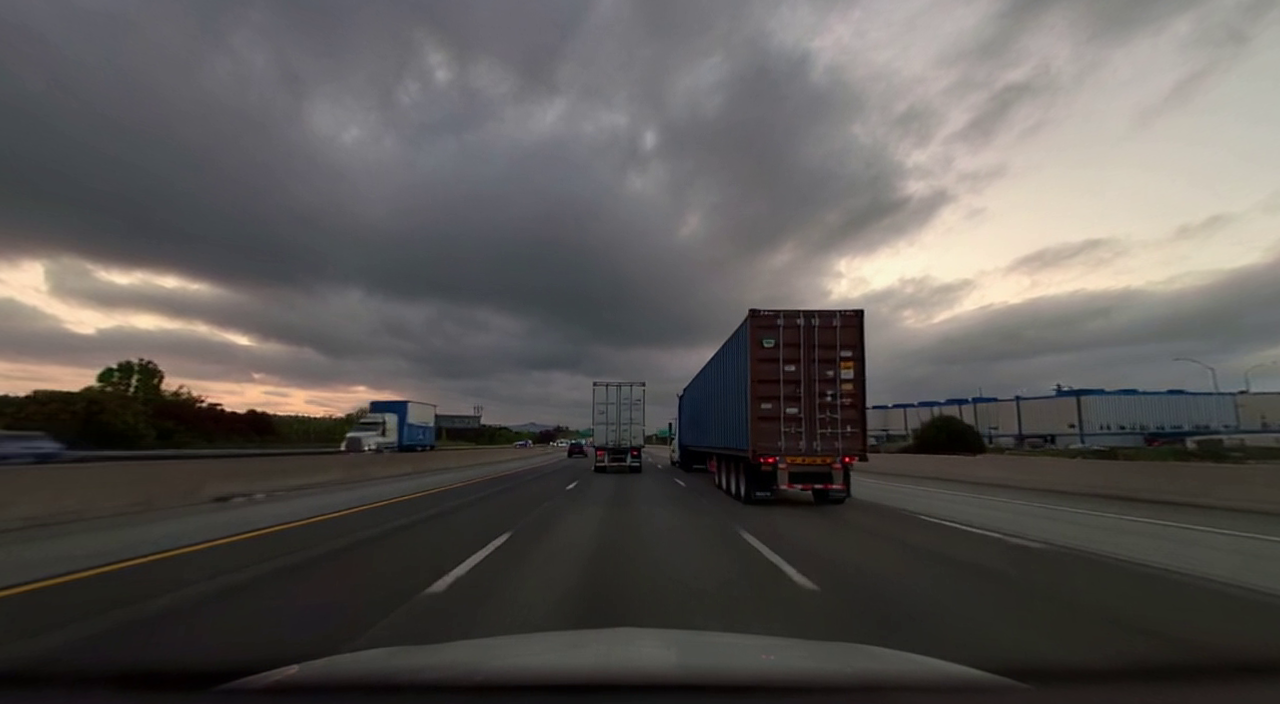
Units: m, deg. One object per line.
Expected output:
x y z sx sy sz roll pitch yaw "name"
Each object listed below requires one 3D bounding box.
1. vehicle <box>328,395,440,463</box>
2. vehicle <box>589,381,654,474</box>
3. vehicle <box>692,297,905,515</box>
-17.291 5.579 44.261 2.829 4.021 13.010 0 -9 -2 "vehicle"
-0.808 4.210 33.936 2.841 4.071 12.046 -1 -9 0 "vehicle"
3.450 1.906 18.215 2.803 4.072 12.744 0 -9 0 "vehicle"
